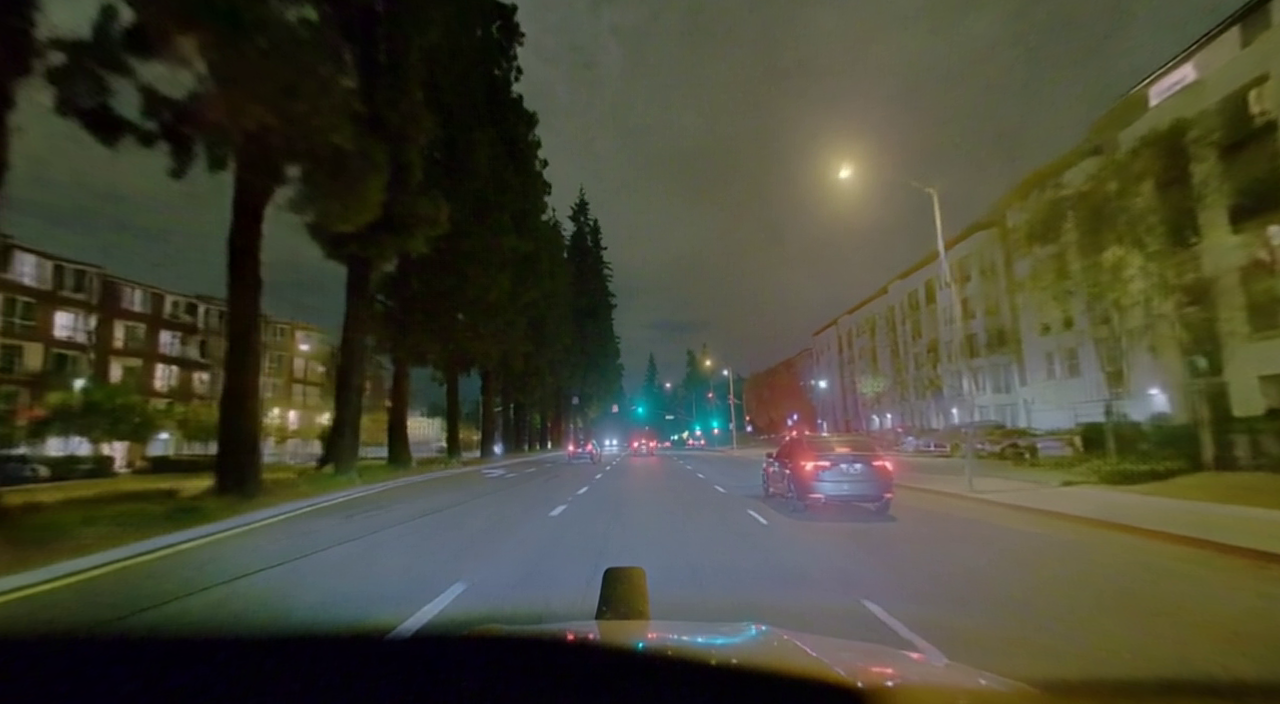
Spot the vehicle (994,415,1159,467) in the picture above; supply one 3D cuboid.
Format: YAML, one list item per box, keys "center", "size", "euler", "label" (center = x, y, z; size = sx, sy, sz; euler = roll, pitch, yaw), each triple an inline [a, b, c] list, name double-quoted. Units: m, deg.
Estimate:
- center: [15.748, 3.257, 22.953]
  size: [4.410, 1.795, 2.078]
  euler: [0, -9, -1]
  label: "vehicle"

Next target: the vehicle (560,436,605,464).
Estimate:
- center: [-3.190, 5.592, 35.987]
  size: [2.049, 1.485, 4.656]
  euler: [0, -8, 1]
  label: "vehicle"

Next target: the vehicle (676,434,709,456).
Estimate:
- center: [4.026, 7.235, 49.034]
  size: [2.137, 1.646, 4.488]
  euler: [0, -9, 0]
  label: "vehicle"

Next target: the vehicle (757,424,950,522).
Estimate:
- center: [3.730, 2.217, 12.092]
  size: [2.128, 1.502, 4.572]
  euler: [0, -9, 1]
  label: "vehicle"

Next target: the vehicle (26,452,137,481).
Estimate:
- center: [-31.044, 6.325, 35.108]
  size: [2.067, 1.497, 4.306]
  euler: [-8, -12, 42]
  label: "vehicle"
